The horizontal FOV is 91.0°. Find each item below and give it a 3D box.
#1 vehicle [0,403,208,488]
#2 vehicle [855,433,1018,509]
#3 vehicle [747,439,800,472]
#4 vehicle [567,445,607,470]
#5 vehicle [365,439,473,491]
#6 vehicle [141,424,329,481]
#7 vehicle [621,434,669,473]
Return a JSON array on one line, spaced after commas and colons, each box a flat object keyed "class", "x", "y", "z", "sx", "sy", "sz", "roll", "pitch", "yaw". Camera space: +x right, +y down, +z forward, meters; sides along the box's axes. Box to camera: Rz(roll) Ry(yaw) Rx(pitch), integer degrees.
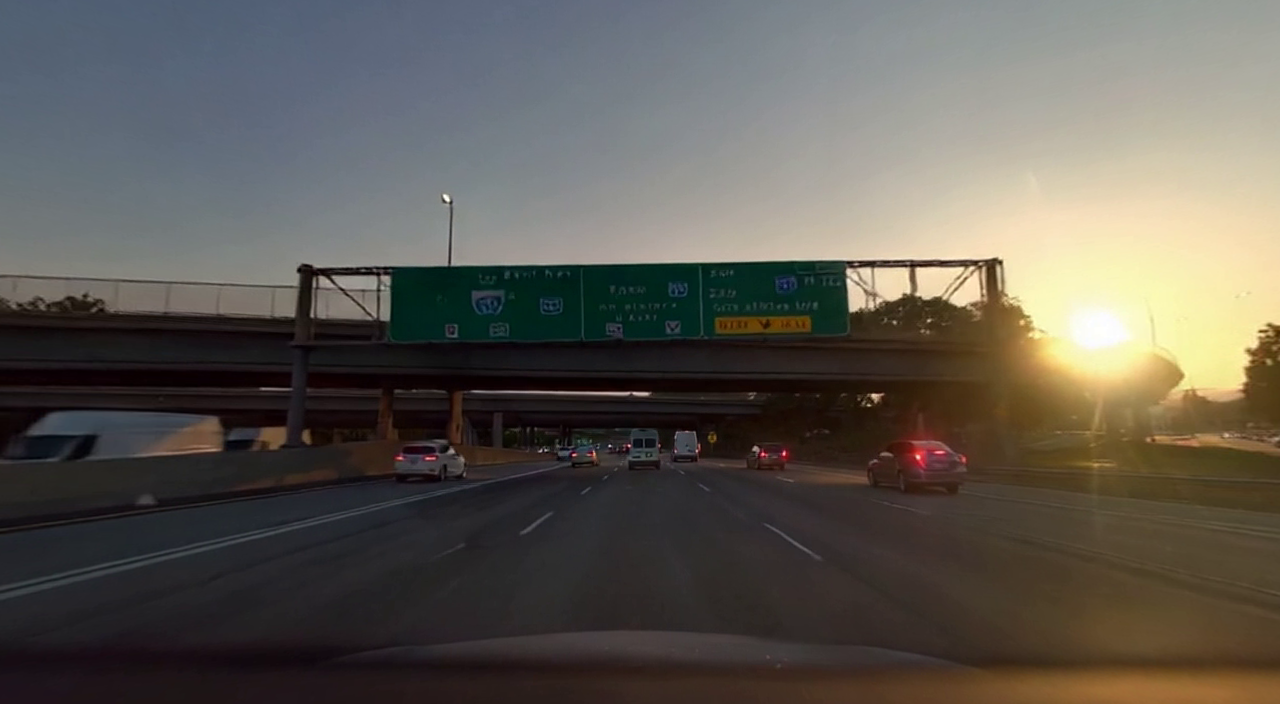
[{"class": "vehicle", "x": -26.318, "y": 4.680, "z": 31.594, "sx": 3.029, "sy": 3.643, "sz": 8.425, "roll": 0, "pitch": -9, "yaw": 1}, {"class": "vehicle", "x": 7.463, "y": 3.025, "z": 16.480, "sx": 2.146, "sy": 1.678, "sz": 4.489, "roll": 0, "pitch": -9, "yaw": 1}, {"class": "vehicle", "x": 8.027, "y": 6.279, "z": 38.377, "sx": 2.147, "sy": 1.808, "sz": 5.243, "roll": 0, "pitch": -9, "yaw": 0}, {"class": "vehicle", "x": -3.484, "y": 7.085, "z": 42.523, "sx": 2.173, "sy": 1.542, "sz": 4.781, "roll": 0, "pitch": -9, "yaw": 2}, {"class": "vehicle", "x": -7.636, "y": 3.930, "z": 22.290, "sx": 2.108, "sy": 1.619, "sz": 4.548, "roll": 0, "pitch": -9, "yaw": 1}, {"class": "vehicle", "x": -26.150, "y": 6.657, "z": 42.366, "sx": 2.847, "sy": 3.131, "sz": 14.554, "roll": 0, "pitch": -8, "yaw": 1}, {"class": "vehicle", "x": 0.278, "y": 5.732, "z": 35.691, "sx": 2.509, "sy": 2.062, "sz": 4.639, "roll": 0, "pitch": -9, "yaw": 0}]
